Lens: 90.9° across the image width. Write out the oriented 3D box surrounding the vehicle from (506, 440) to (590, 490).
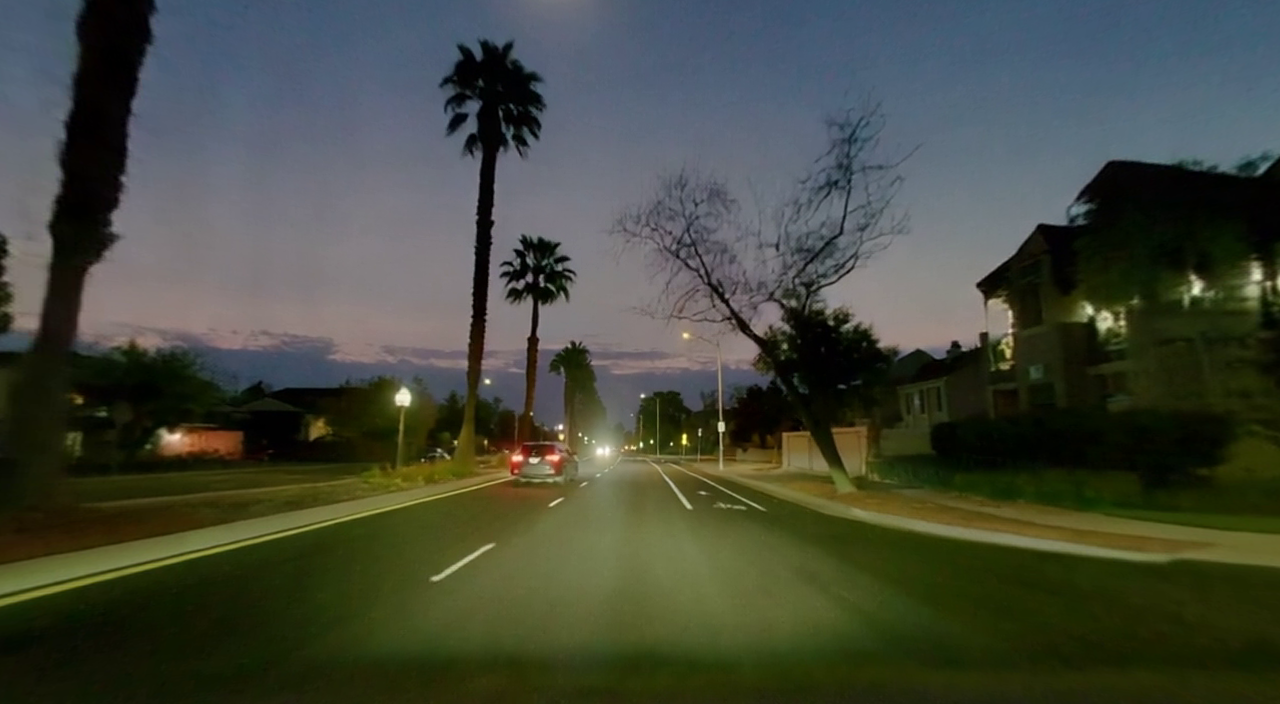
[{"bbox_3d":[-2.977,3.790,21.493,2.075,1.498,4.730,0,-9,1],"label":"vehicle"}]
